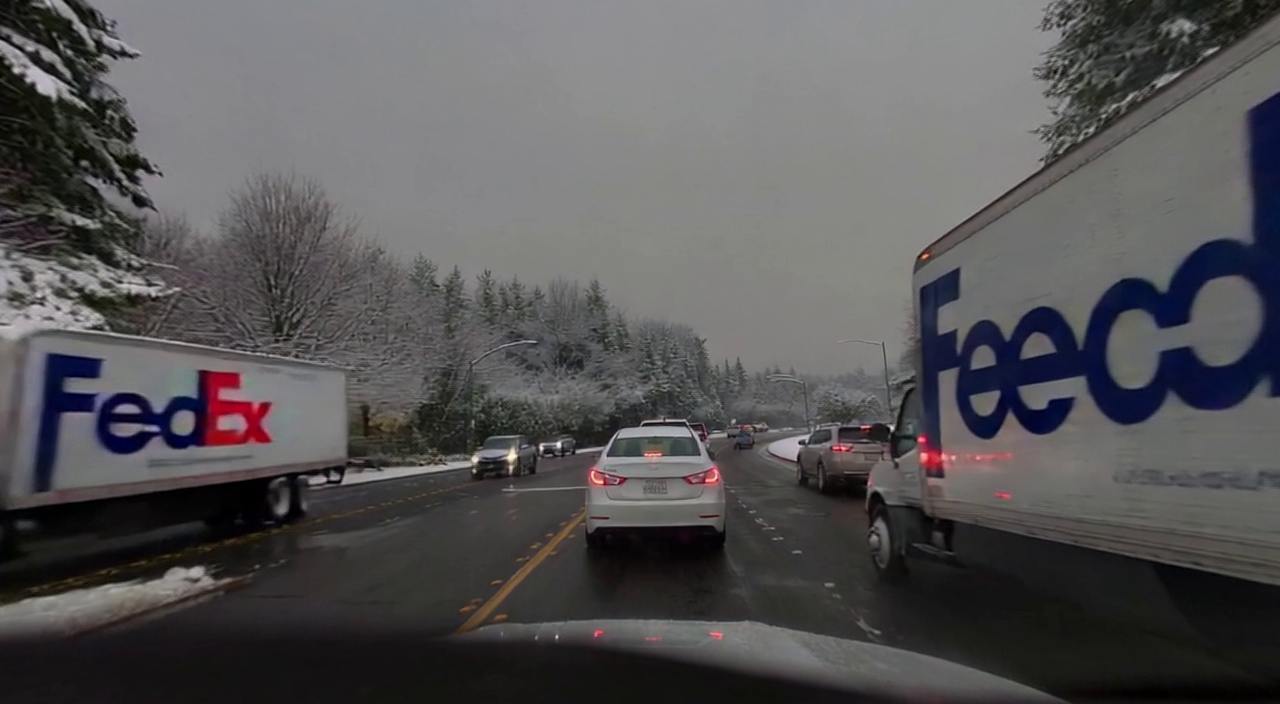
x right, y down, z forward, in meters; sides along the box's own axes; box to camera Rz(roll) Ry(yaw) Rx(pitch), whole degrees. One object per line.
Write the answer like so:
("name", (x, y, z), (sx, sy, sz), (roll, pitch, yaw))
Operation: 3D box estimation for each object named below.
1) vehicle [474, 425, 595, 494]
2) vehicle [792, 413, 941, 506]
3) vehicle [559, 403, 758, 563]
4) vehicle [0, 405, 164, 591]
("vehicle", (-2.959, 3.178, 19.005), (2.057, 1.786, 4.725), (-2, -8, 11))
("vehicle", (5.238, 2.549, 15.373), (2.059, 1.864, 4.700), (1, -8, 2))
("vehicle", (0.212, 1.728, 9.007), (2.154, 1.710, 4.128), (-1, -8, 0))
("vehicle", (-7.477, 1.443, 6.117), (2.051, 1.843, 4.469), (-1, -8, 3))
